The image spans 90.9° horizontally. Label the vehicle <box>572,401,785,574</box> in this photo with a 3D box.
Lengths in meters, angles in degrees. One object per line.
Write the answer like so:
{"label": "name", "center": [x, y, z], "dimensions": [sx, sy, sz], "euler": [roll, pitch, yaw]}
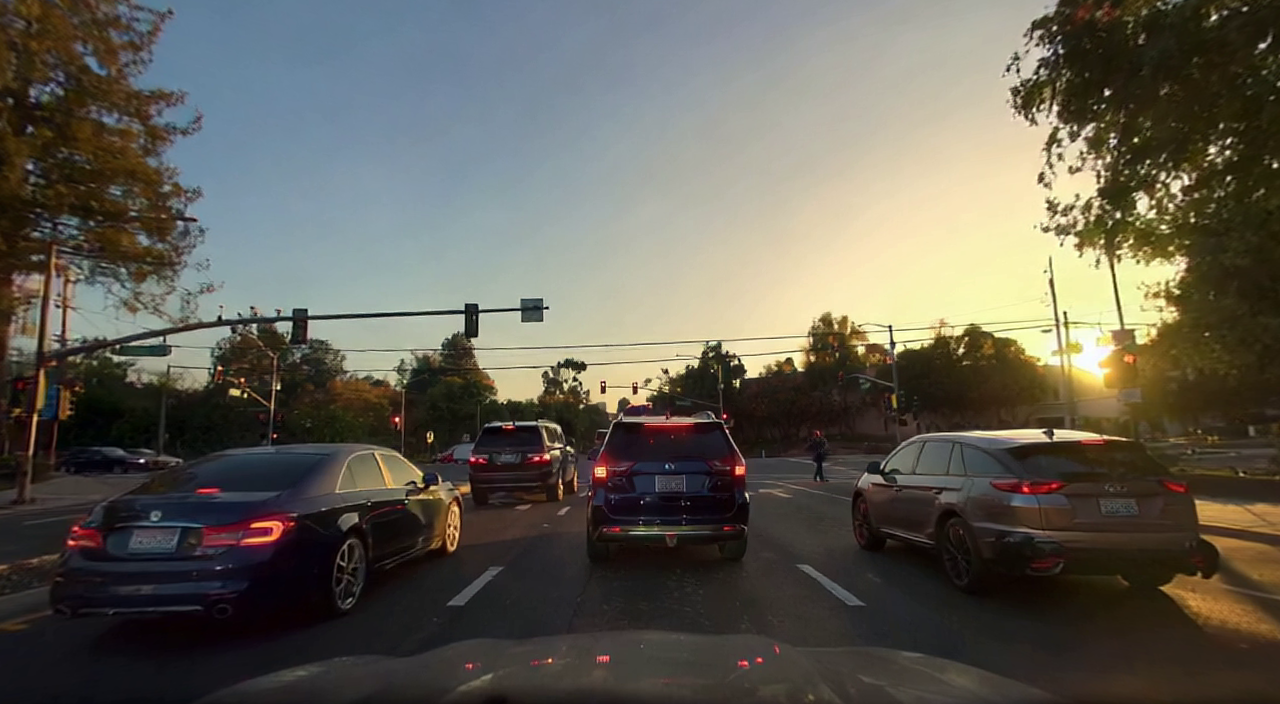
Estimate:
{"label": "vehicle", "center": [0.386, 1.710, 8.695], "dimensions": [2.172, 1.764, 4.338], "euler": [0, -8, 0]}

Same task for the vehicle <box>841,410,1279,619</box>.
{"label": "vehicle", "center": [3.914, 1.552, 6.944], "dimensions": [1.954, 1.592, 3.992], "euler": [0, -8, -2]}

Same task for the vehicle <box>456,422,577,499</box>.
{"label": "vehicle", "center": [-3.215, 2.998, 17.821], "dimensions": [2.230, 1.834, 5.469], "euler": [0, -8, 1]}

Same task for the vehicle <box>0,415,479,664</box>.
{"label": "vehicle", "center": [-3.071, 1.458, 6.037], "dimensions": [1.876, 1.497, 4.308], "euler": [0, -8, 0]}
